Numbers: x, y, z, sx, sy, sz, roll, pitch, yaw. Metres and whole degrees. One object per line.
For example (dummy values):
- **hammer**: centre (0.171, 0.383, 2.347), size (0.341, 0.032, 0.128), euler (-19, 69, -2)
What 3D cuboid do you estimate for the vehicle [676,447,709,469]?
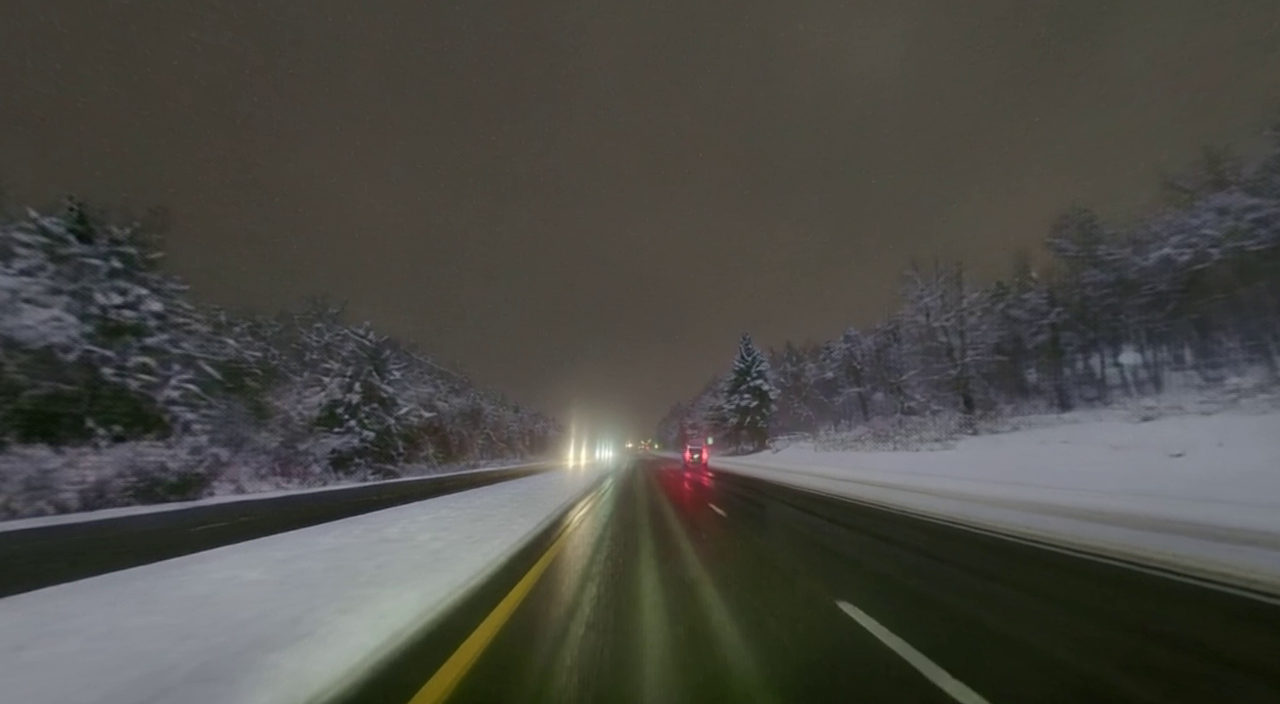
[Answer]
- **vehicle**: centre (3.848, 7.857, 46.975), size (2.013, 1.584, 3.995), euler (0, -9, -1)
